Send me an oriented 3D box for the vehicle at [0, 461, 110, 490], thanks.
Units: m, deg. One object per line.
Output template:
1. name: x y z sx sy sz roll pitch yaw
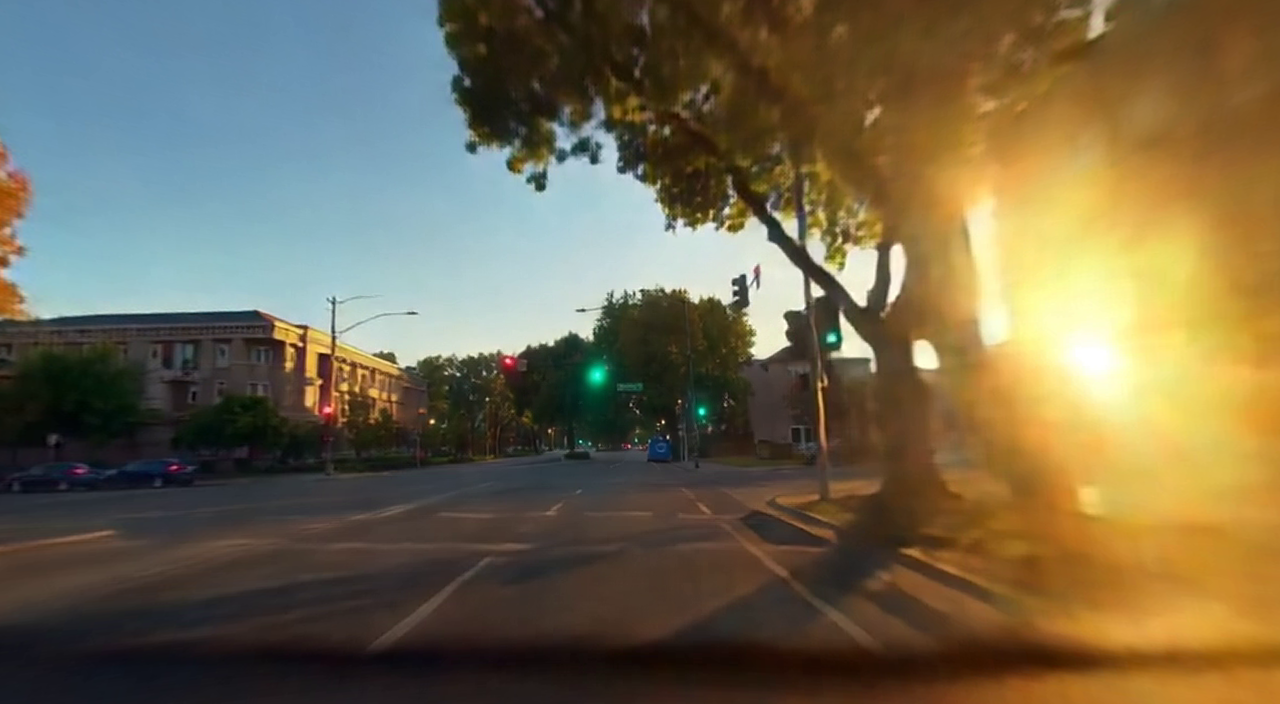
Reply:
1. vehicle: -31.442 6.587 33.824 4.453 1.441 1.770 0 -9 -1

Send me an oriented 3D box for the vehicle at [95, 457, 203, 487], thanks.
1. vehicle: -26.344 6.455 33.996 4.153 1.493 1.808 0 -9 -2
